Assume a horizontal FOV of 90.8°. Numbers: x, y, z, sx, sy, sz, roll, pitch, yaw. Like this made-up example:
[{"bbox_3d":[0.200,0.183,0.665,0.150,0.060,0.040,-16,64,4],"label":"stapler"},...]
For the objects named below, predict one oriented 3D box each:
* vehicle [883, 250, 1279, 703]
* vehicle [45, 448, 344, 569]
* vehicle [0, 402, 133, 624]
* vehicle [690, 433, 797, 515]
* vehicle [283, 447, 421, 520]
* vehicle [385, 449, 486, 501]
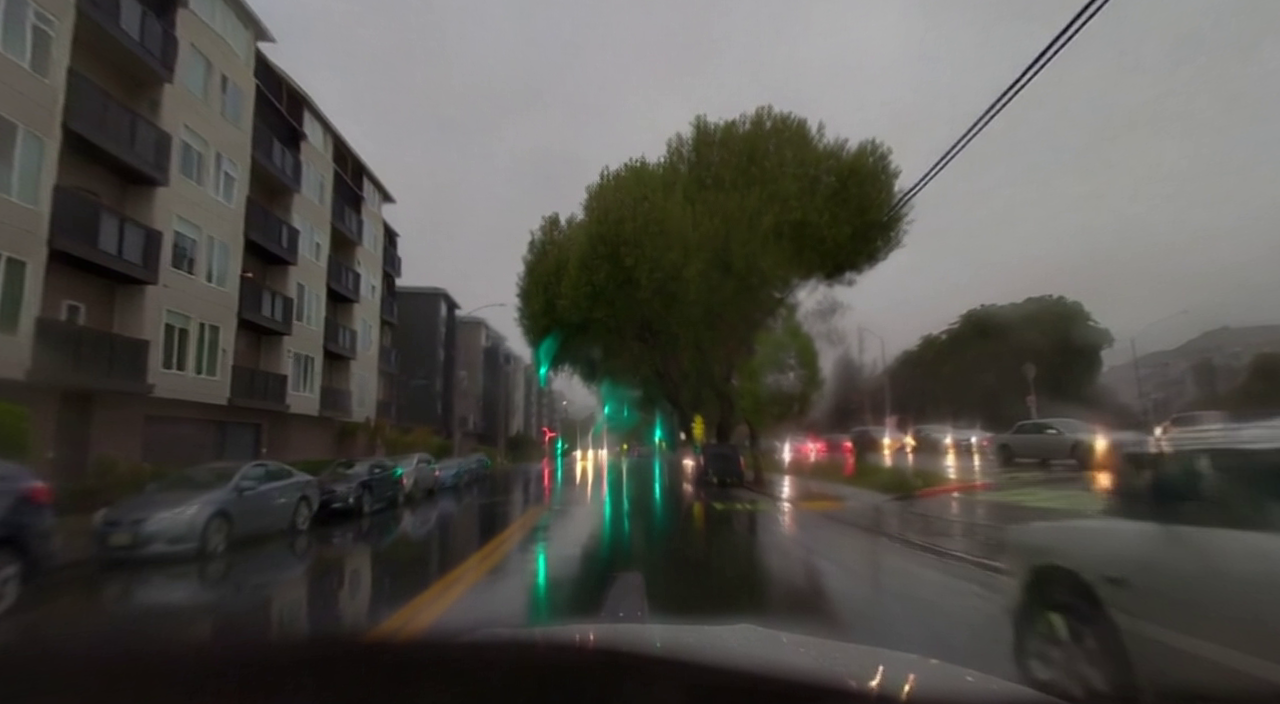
[{"bbox_3d":[2.922,0.698,2.090,2.408,1.815,4.462,0,-8,0],"label":"vehicle"},{"bbox_3d":[-6.603,2.296,10.129,1.789,1.462,4.313,0,-8,-3],"label":"vehicle"},{"bbox_3d":[-6.272,1.191,4.225,1.993,1.817,4.619,0,-8,-2],"label":"vehicle"},{"bbox_3d":[2.700,3.263,17.729,2.034,1.689,4.978,0,-4,-2],"label":"vehicle"},{"bbox_3d":[-6.868,3.118,15.525,1.713,1.531,3.685,0,-8,-2],"label":"vehicle"},{"bbox_3d":[-6.609,3.988,21.008,1.934,1.484,4.630,0,-8,-2],"label":"vehicle"}]
